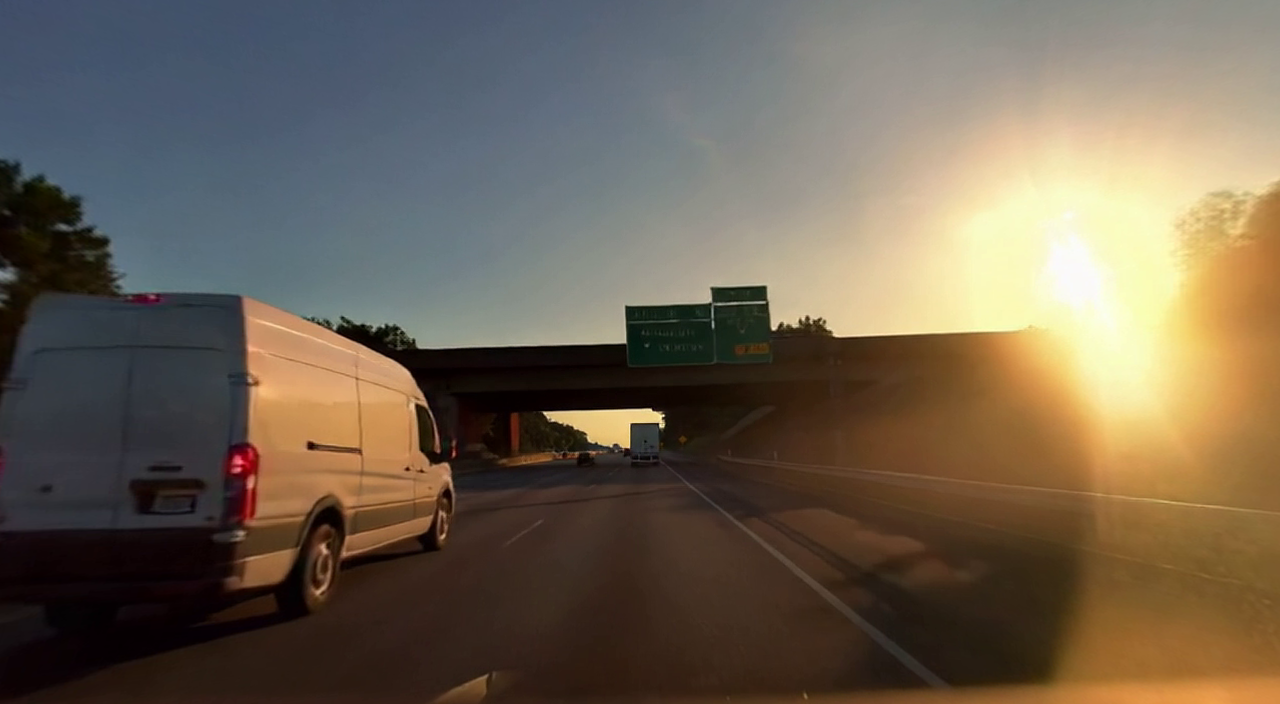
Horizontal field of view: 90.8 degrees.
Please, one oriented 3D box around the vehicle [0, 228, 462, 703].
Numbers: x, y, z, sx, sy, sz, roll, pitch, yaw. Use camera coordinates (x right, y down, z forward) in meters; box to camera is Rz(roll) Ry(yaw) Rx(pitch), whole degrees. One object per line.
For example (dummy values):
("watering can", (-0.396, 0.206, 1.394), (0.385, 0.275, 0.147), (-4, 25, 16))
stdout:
("vehicle", (-3.911, 1.078, 6.339), (2.504, 2.694, 5.934), (0, -9, 0))
